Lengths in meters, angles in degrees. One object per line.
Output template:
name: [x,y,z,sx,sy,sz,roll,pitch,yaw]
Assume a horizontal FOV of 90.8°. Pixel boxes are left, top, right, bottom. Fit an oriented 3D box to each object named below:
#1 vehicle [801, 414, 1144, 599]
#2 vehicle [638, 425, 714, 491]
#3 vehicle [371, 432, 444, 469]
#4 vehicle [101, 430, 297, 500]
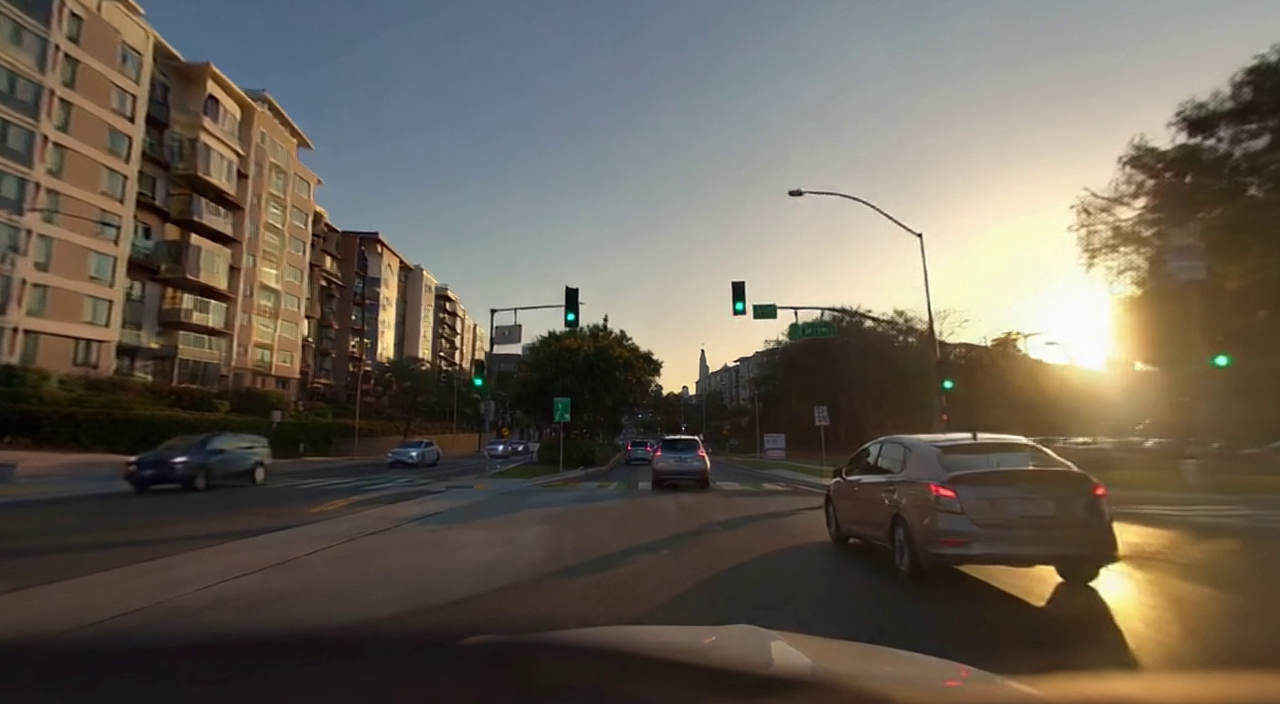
vehicle: [3.461,1.665,7.695,1.906,1.608,4.137,0,-8,0]
vehicle: [1.272,3.481,21.177,2.206,1.858,5.332,0,-8,5]
vehicle: [-12.439,5.306,34.171,2.076,1.836,4.847,0,-8,0]
vehicle: [-12.523,3.217,18.538,1.964,1.712,5.236,0,-8,0]
